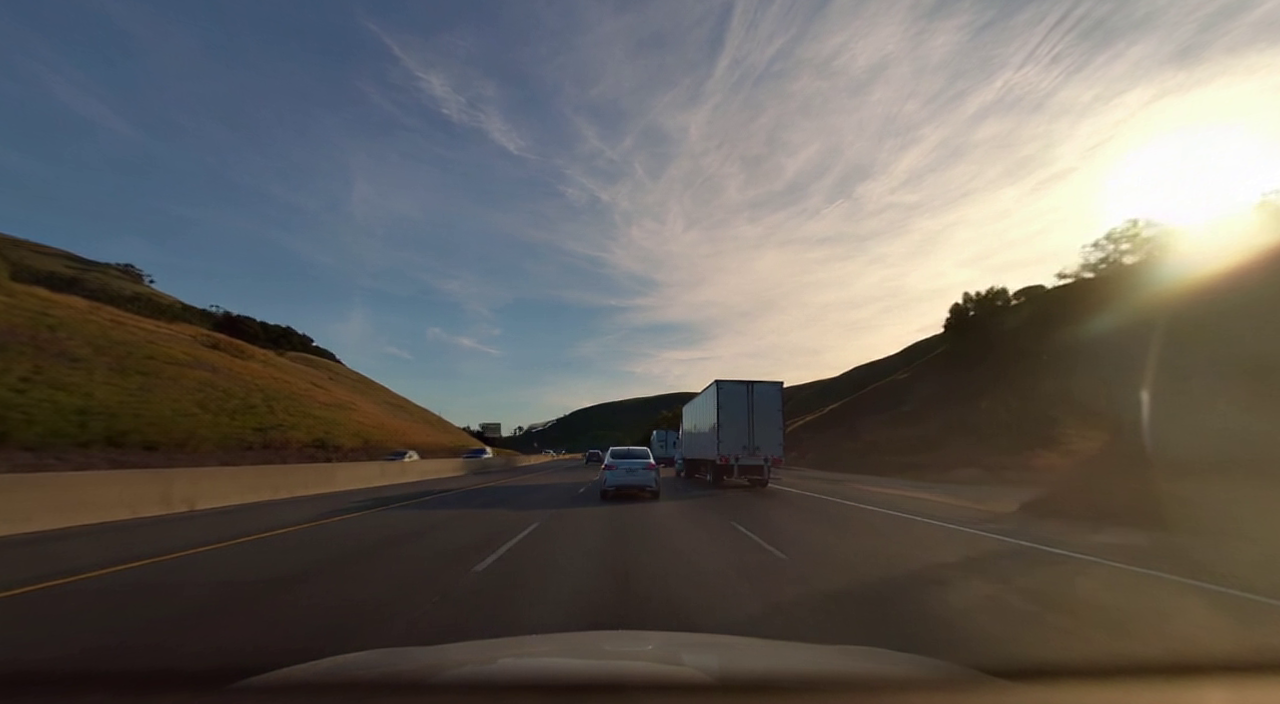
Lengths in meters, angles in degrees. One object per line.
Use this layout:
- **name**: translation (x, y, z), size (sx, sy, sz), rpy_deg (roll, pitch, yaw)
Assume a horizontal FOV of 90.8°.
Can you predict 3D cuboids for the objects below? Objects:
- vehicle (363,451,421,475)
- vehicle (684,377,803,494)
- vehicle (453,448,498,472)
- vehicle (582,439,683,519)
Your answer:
- **vehicle**: translation (-16.127, 7.233, 41.296), size (2.005, 1.495, 4.508), rpy_deg (0, -9, -1)
- **vehicle**: translation (4.060, 3.990, 28.956), size (2.812, 4.024, 14.098), rpy_deg (0, -9, -1)
- **vehicle**: translation (-11.824, 7.793, 45.614), size (2.089, 1.615, 4.363), rpy_deg (0, -9, -1)
- **vehicle**: translation (-0.181, 2.977, 15.218), size (2.109, 1.639, 3.768), rpy_deg (0, -9, -1)
